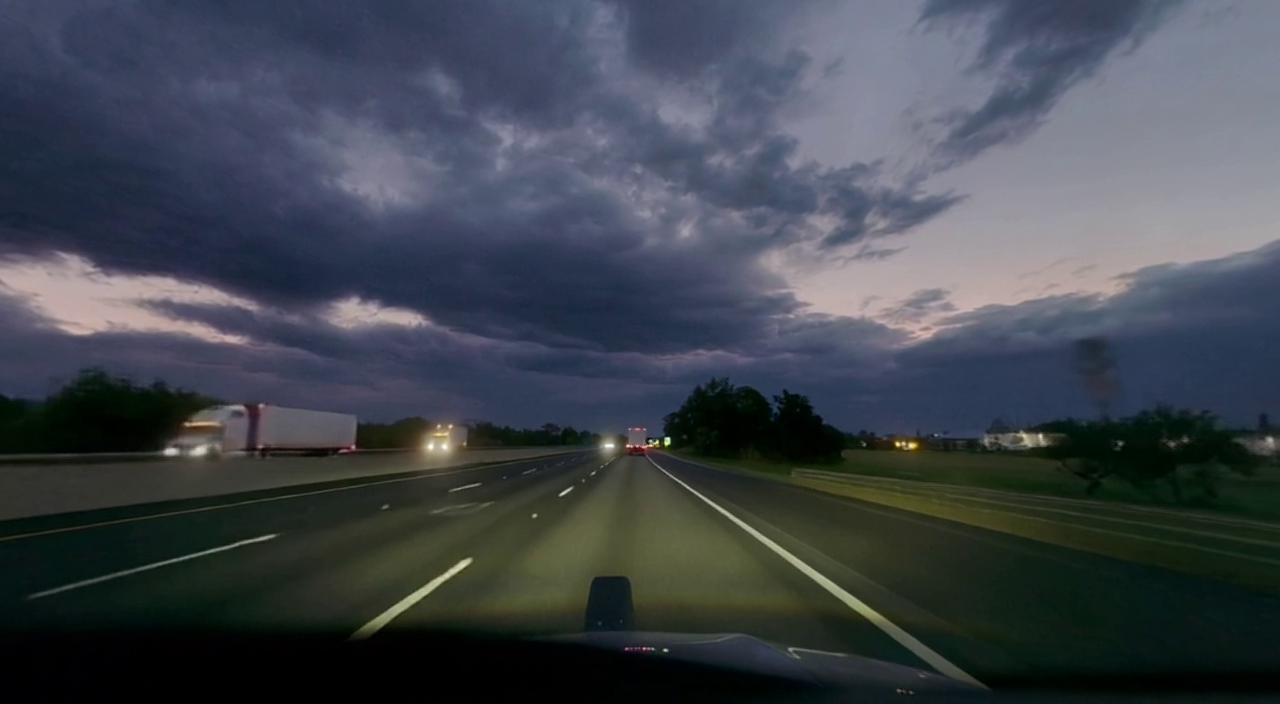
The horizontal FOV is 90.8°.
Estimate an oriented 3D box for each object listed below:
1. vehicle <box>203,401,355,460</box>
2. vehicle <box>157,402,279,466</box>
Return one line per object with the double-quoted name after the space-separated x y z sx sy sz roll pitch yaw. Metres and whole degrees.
-25.276 5.843 45.615 3.095 3.605 13.571 0 -9 0 "vehicle"
-25.245 5.014 38.173 3.142 3.491 5.895 0 -9 0 "vehicle"
